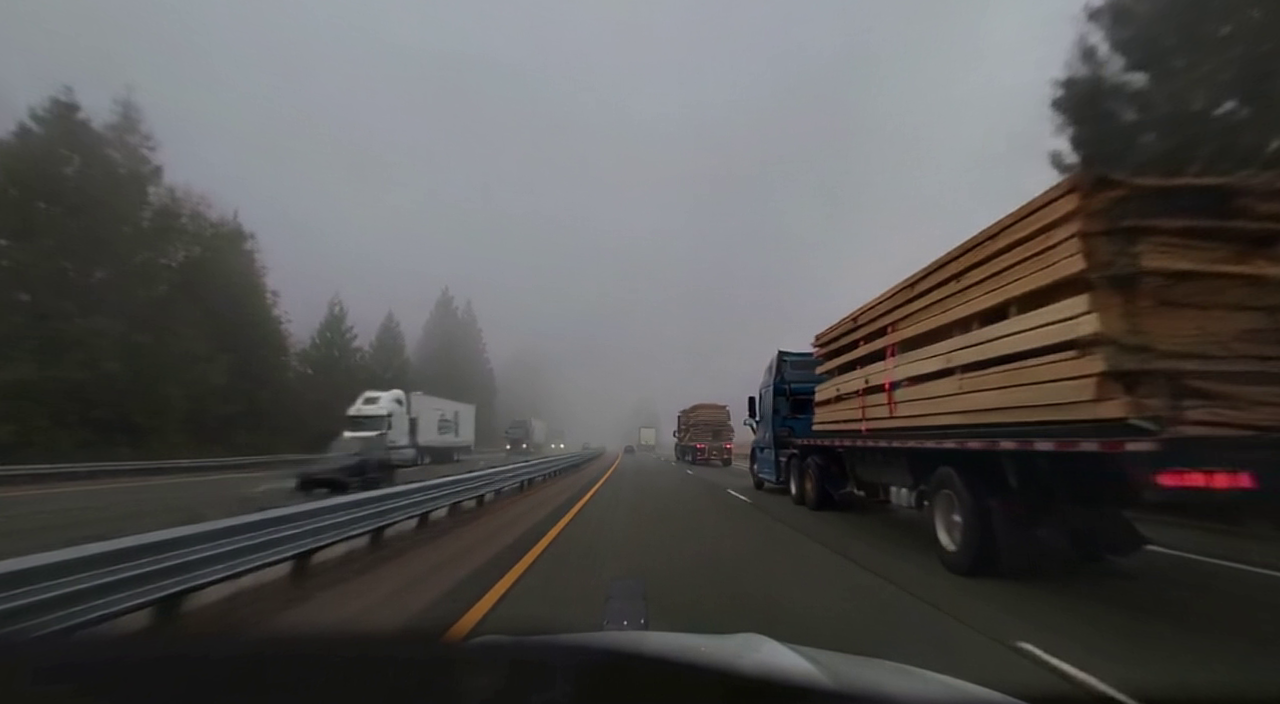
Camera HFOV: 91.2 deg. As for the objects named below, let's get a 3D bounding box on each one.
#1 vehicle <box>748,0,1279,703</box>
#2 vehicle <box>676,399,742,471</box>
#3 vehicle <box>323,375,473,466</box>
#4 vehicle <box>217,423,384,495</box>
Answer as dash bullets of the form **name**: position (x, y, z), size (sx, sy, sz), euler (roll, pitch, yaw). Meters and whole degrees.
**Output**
- **vehicle**: position (4.535, 0.713, 9.447), size (3.024, 4.065, 13.796), euler (-1, -8, -1)
- **vehicle**: position (4.379, 5.867, 43.952), size (3.023, 4.054, 16.882), euler (0, -8, 1)
- **vehicle**: position (-12.488, 4.102, 34.617), size (2.969, 4.021, 13.849), euler (0, -9, -1)
- **vehicle**: position (-8.723, 2.793, 16.671), size (1.952, 1.647, 4.249), euler (0, -9, 2)
